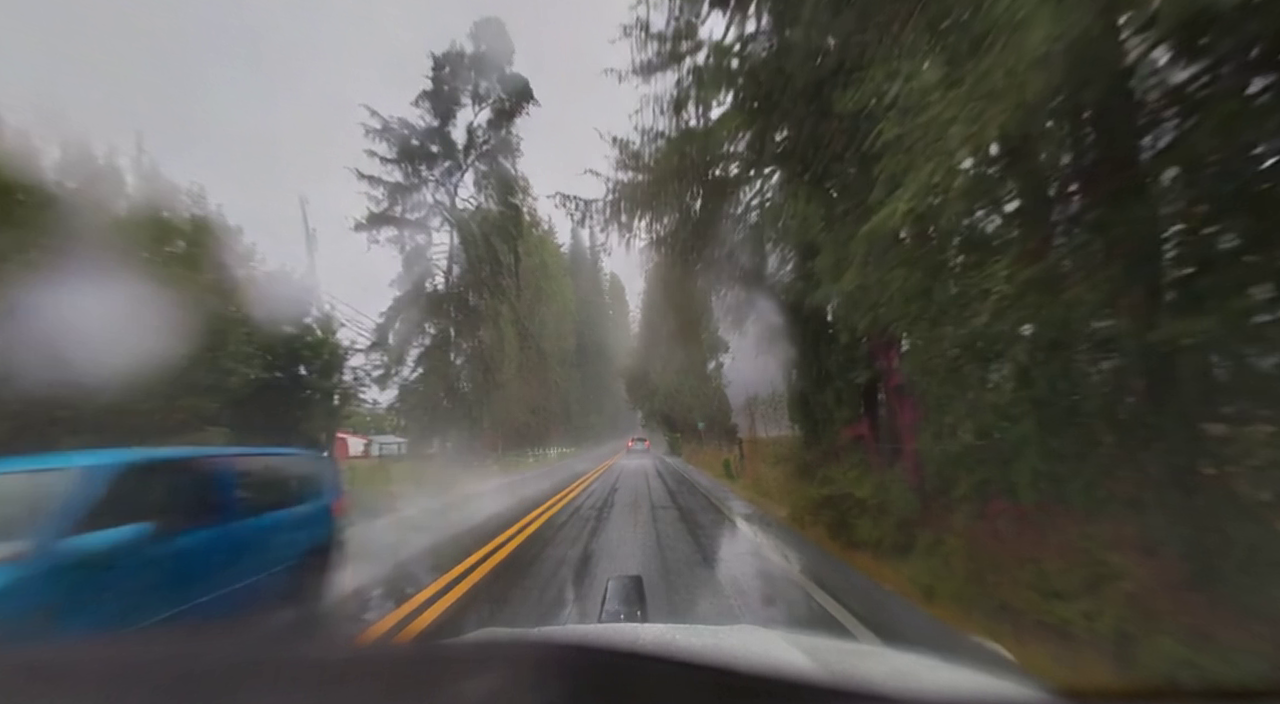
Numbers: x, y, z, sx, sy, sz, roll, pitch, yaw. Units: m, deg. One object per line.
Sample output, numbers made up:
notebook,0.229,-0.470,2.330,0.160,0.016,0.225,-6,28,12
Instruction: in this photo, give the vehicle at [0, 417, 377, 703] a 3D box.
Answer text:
vehicle,-3.992,1.381,4.887,2.093,1.563,4.142,0,-8,0
